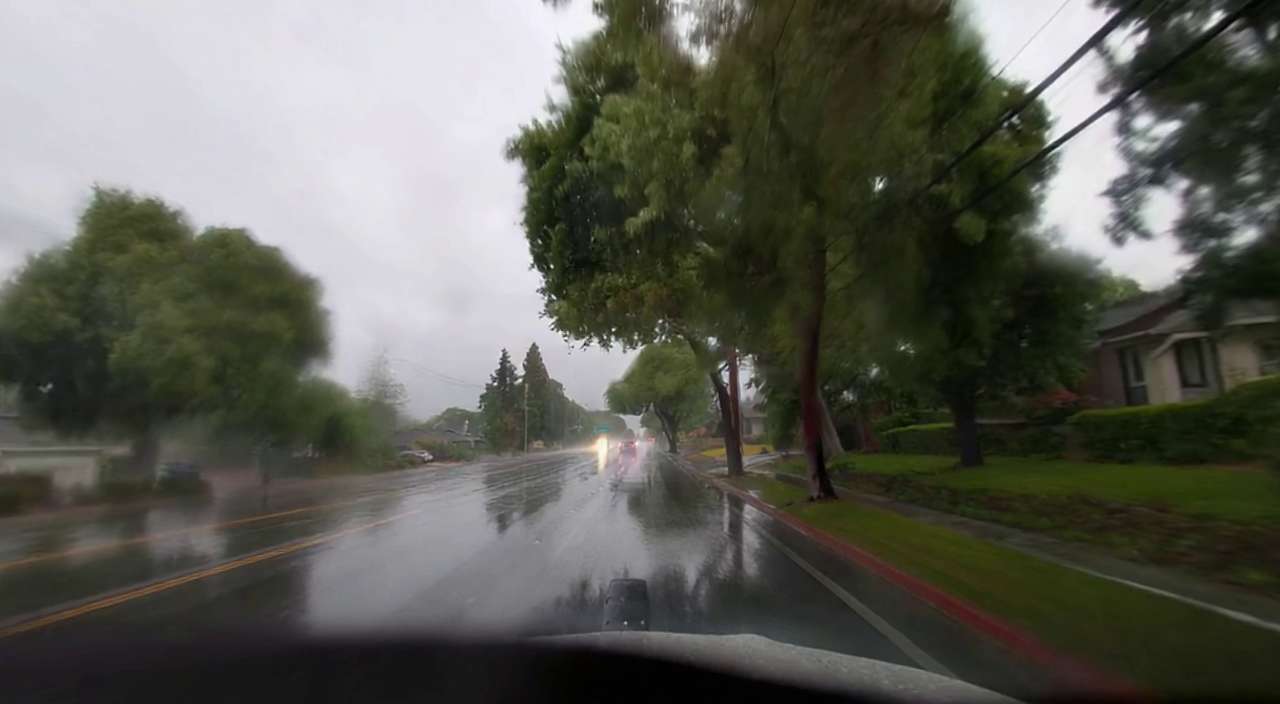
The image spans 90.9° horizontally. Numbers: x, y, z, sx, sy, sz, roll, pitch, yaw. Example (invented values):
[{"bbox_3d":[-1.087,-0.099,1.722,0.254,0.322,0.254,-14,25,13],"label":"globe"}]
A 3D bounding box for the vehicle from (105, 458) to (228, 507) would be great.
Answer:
[{"bbox_3d":[-20.607,5.663,27.723,1.893,1.823,4.450,0,-8,0],"label":"vehicle"}]
